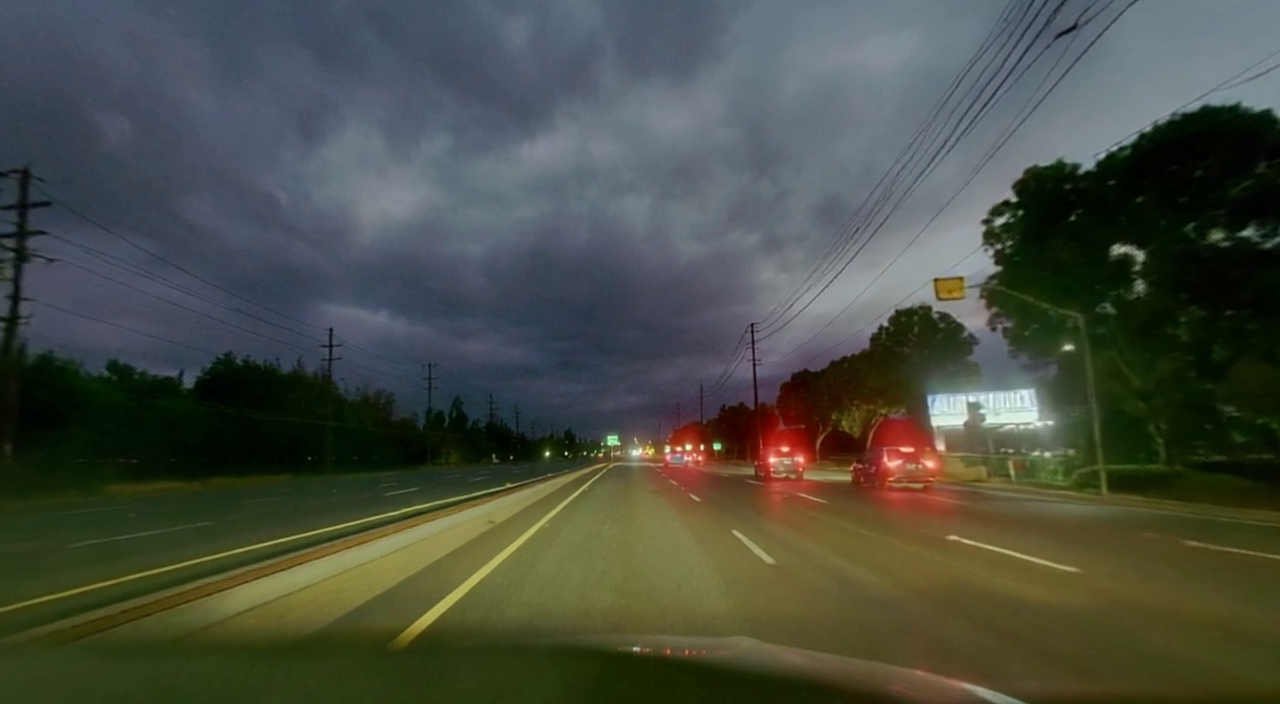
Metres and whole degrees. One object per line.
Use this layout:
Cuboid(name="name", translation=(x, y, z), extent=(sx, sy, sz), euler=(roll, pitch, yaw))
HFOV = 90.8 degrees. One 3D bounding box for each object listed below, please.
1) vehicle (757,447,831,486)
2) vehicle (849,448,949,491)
Cuboid(name="vehicle", translation=(6.251, 4.680, 26.160), extent=(1.882, 1.476, 4.344), euler=(0, -8, -1))
Cuboid(name="vehicle", translation=(9.838, 4.456, 24.462), extent=(1.874, 1.482, 4.545), euler=(0, -8, -1))
